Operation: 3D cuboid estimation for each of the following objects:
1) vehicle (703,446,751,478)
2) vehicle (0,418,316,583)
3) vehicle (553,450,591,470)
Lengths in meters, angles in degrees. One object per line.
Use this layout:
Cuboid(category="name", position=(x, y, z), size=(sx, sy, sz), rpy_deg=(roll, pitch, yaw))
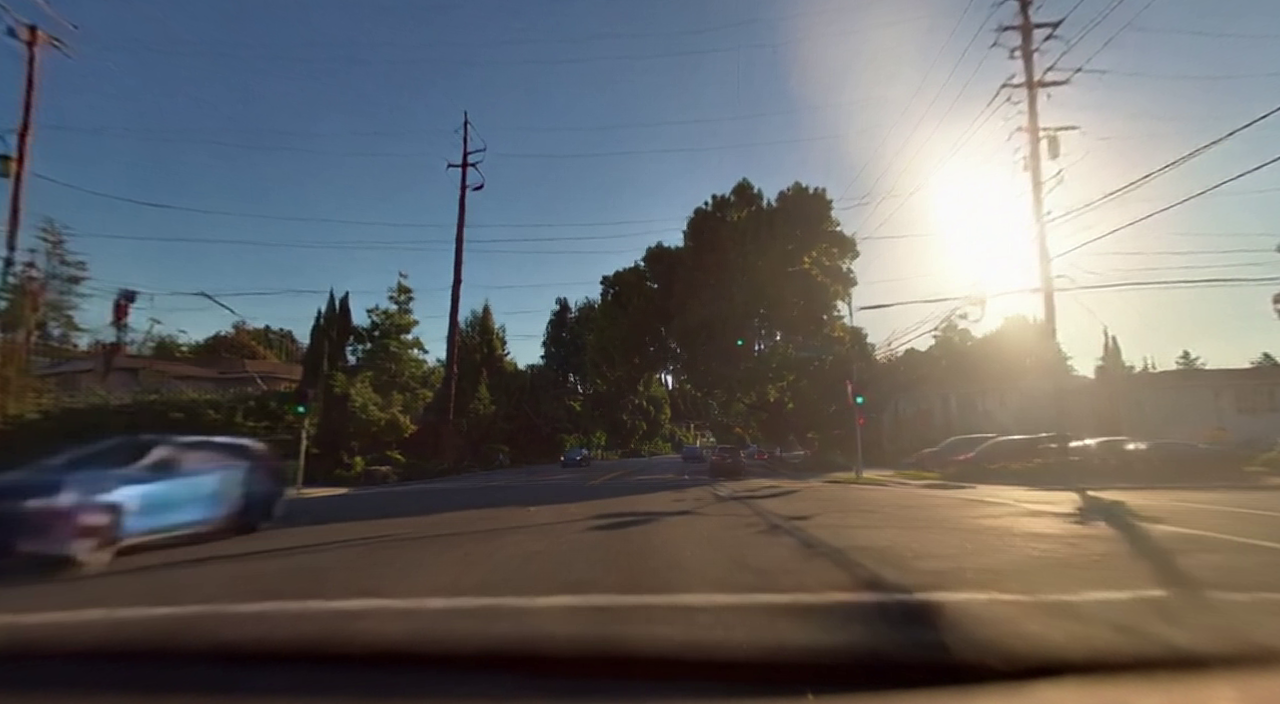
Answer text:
Cuboid(category="vehicle", position=(4.382, 5.588, 32.272), size=(1.951, 1.479, 4.487), rpy_deg=(0, -8, 2))
Cuboid(category="vehicle", position=(-6.823, 1.910, 8.987), size=(1.959, 1.741, 4.393), rpy_deg=(0, -8, 1))
Cuboid(category="vehicle", position=(-5.176, 8.242, 48.315), size=(1.985, 1.463, 4.294), rpy_deg=(-1, -8, 7))
